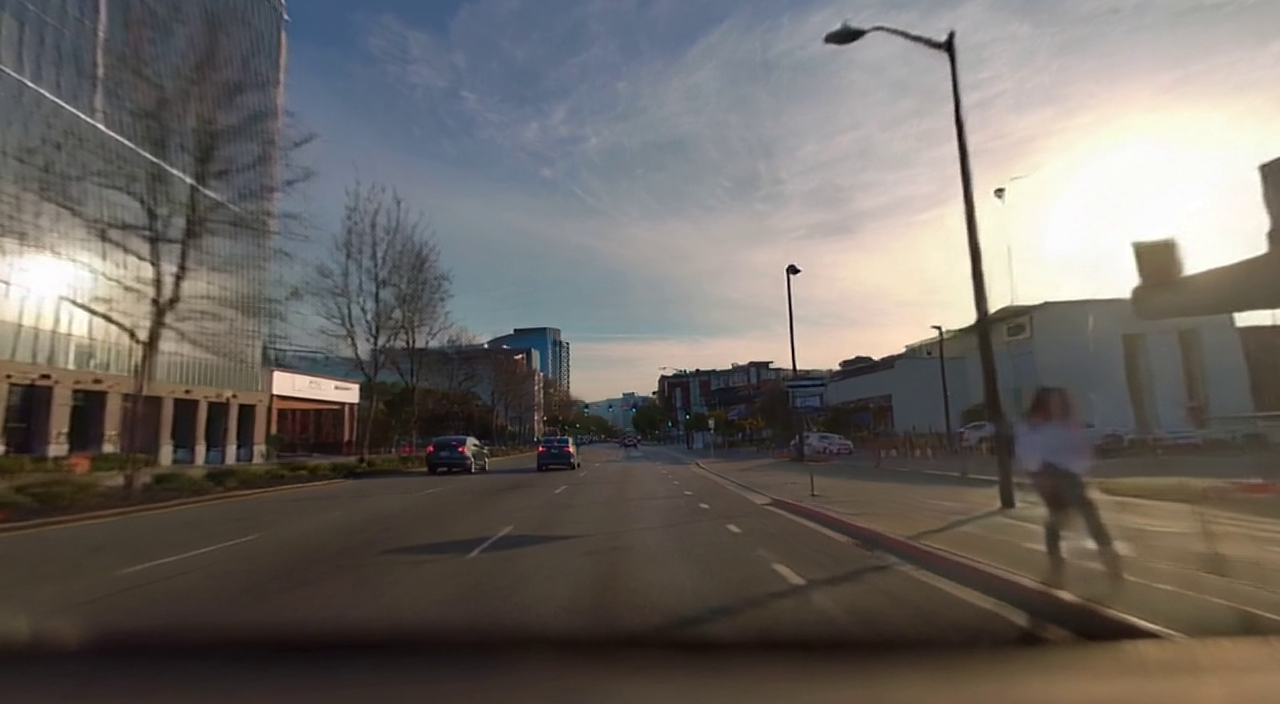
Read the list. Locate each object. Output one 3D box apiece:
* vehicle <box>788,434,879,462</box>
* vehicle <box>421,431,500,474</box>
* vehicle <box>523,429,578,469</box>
[{"bbox_3d":[10.782,5.382,35.450,4.513,1.541,1.948,-1,-8,5],"label":"vehicle"},{"bbox_3d":[-7.160,4.051,25.689,1.909,1.605,4.561,0,-8,0],"label":"vehicle"},{"bbox_3d":[-4.166,4.599,30.112,2.052,1.729,4.195,0,-8,-1],"label":"vehicle"}]
